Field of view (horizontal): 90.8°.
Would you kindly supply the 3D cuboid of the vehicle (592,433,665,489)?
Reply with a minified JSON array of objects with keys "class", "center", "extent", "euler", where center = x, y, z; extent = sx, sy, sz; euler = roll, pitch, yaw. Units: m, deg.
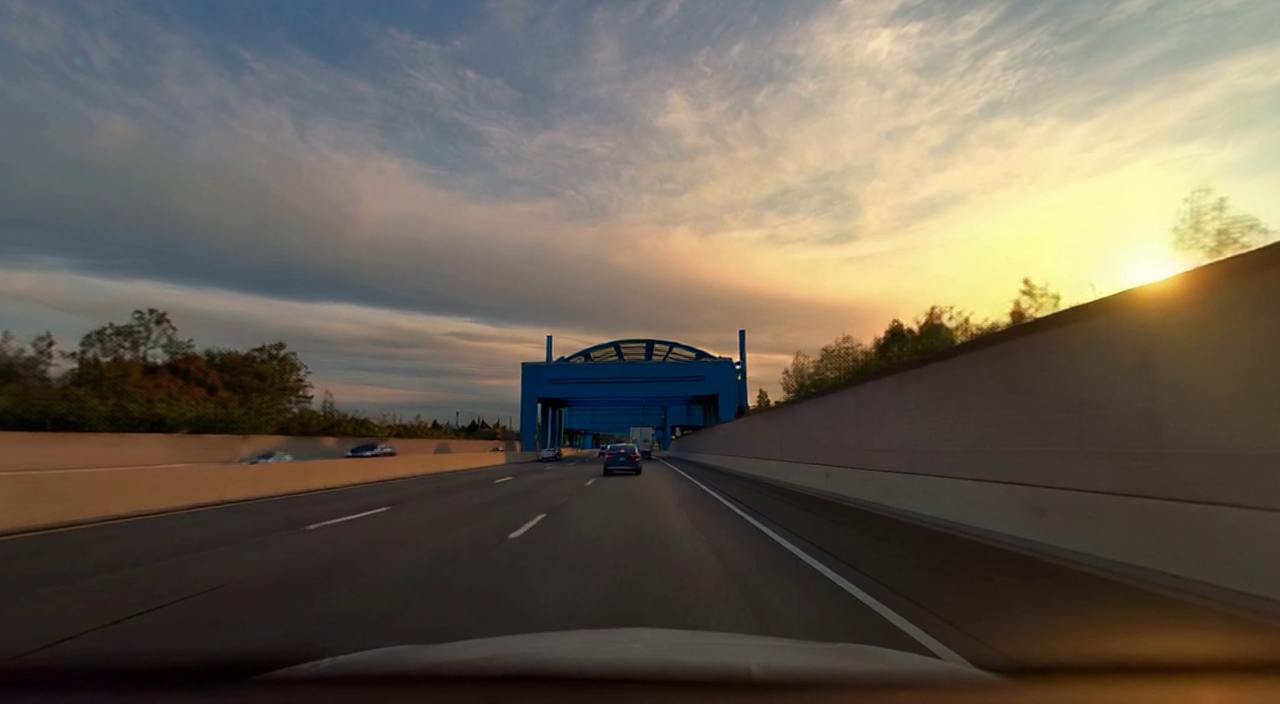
[{"class":"vehicle","center":[-0.323,3.814,22.326],"extent":[2.299,1.716,4.579],"euler":[-1,-9,1]}]
